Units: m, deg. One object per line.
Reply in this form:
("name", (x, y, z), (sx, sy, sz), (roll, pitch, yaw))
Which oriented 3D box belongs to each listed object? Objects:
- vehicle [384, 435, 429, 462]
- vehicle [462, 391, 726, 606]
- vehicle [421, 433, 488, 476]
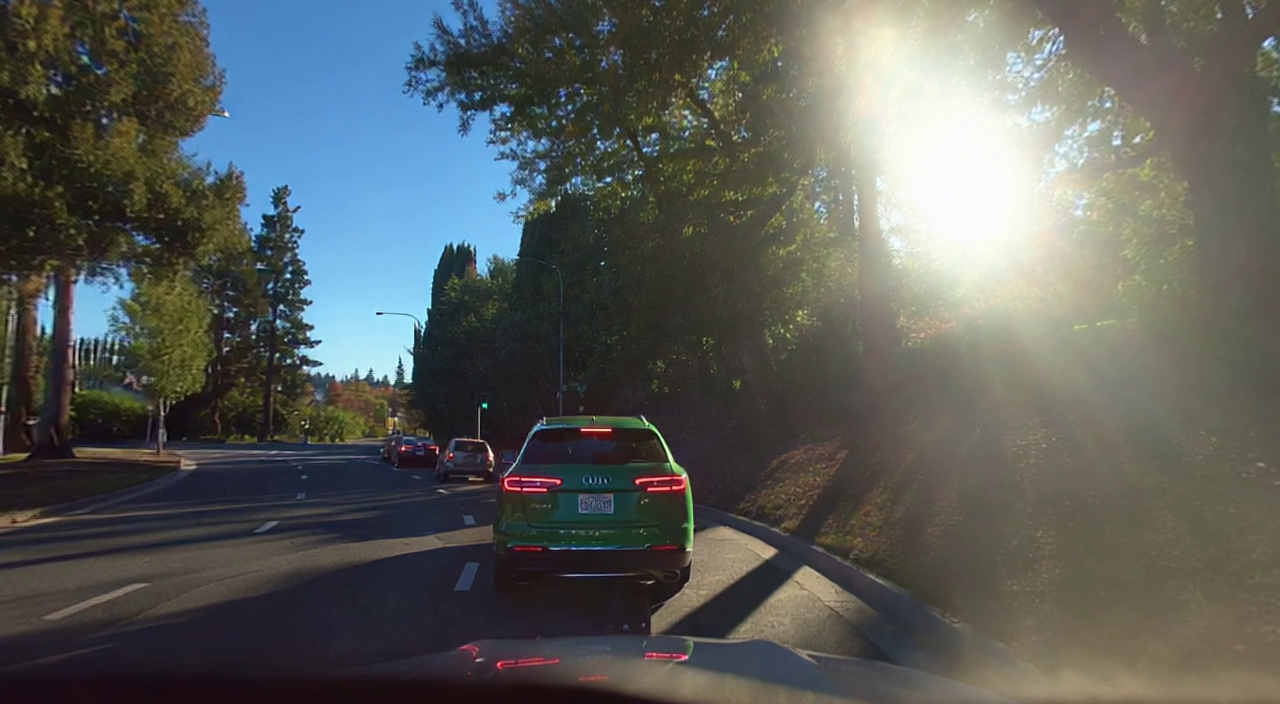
("vehicle", (-13.748, 5.646, 36.904), (1.863, 1.488, 4.426), (4, -9, -27))
("vehicle", (-0.674, 1.462, 7.202), (2.134, 1.671, 4.147), (1, -8, -9))
("vehicle", (-7.286, 3.953, 24.483), (1.902, 1.536, 3.662), (4, -9, -25))
